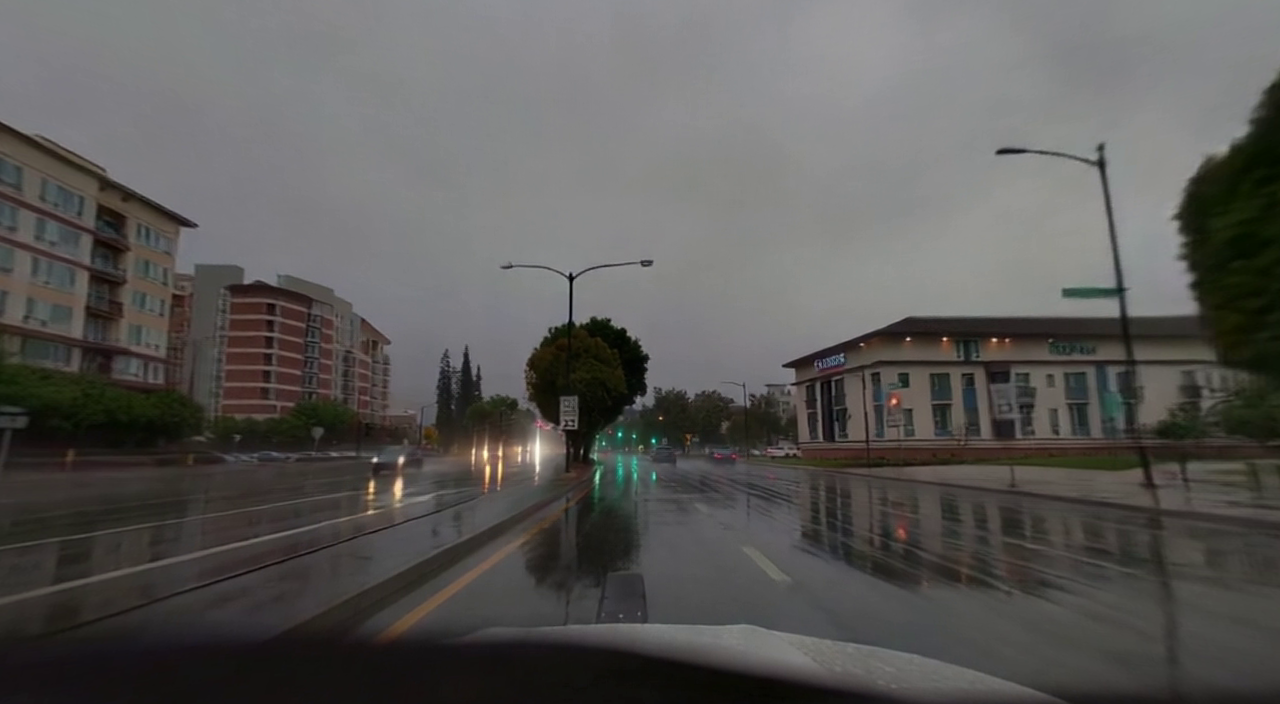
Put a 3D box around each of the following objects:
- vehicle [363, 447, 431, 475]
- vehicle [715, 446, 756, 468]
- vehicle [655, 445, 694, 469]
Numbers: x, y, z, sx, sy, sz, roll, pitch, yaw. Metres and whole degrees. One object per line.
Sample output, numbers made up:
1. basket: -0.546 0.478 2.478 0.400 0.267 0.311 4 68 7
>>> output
1. vehicle: -13.449 6.041 35.267 1.946 1.441 4.661 0 -9 0
2. vehicle: 6.432 7.115 43.085 1.932 1.439 4.159 0 -9 -3
3. vehicle: 2.193 6.879 41.603 2.020 1.479 4.650 1 -9 -4
